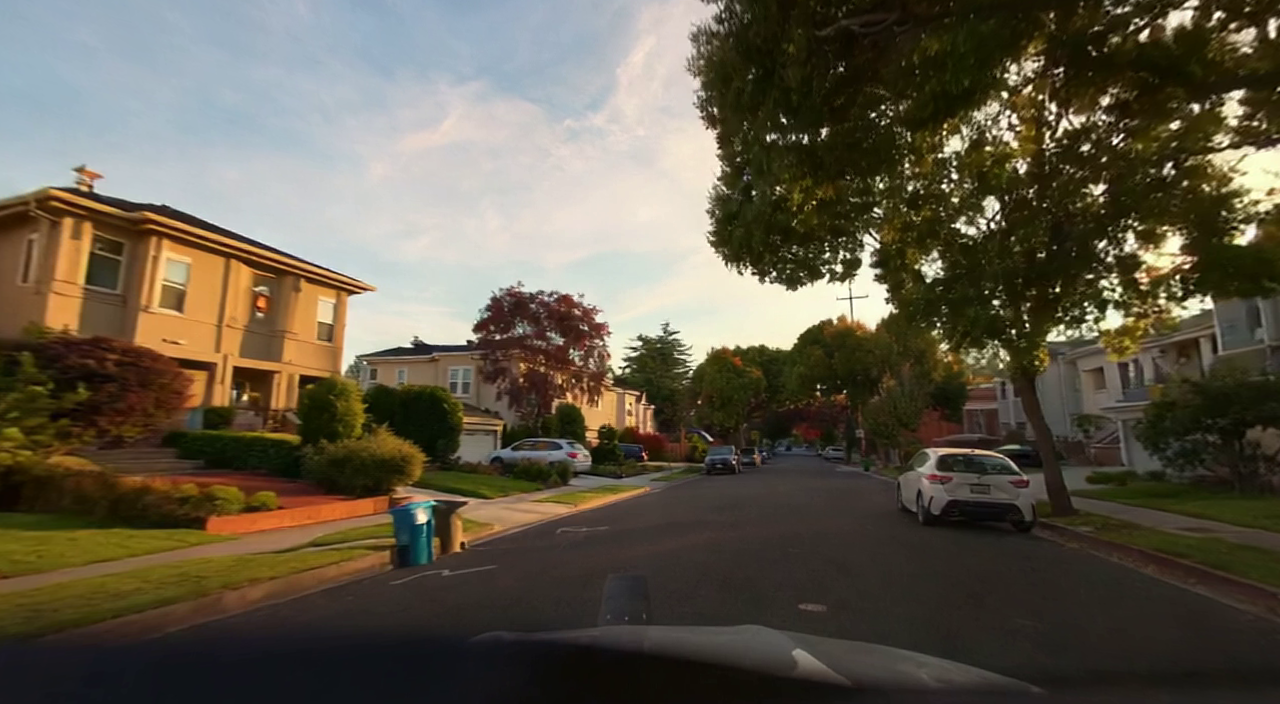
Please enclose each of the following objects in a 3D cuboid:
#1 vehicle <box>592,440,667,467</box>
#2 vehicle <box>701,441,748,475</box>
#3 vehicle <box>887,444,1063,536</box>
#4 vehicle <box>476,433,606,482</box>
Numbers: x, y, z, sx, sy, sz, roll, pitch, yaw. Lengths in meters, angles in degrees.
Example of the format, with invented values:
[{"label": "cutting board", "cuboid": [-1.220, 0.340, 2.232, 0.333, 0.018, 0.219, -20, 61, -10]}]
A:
[{"label": "vehicle", "cuboid": [-0.659, 6.505, 40.544, 4.414, 1.658, 1.988, -2, -9, 14]}, {"label": "vehicle", "cuboid": [4.566, 5.613, 33.373, 1.974, 1.664, 4.539, -2, -10, 13]}, {"label": "vehicle", "cuboid": [6.194, 2.507, 12.298, 1.996, 1.409, 4.446, -2, -9, 15]}, {"label": "vehicle", "cuboid": [-3.783, 4.010, 24.238, 4.480, 1.740, 1.988, -3, -9, 20]}]
